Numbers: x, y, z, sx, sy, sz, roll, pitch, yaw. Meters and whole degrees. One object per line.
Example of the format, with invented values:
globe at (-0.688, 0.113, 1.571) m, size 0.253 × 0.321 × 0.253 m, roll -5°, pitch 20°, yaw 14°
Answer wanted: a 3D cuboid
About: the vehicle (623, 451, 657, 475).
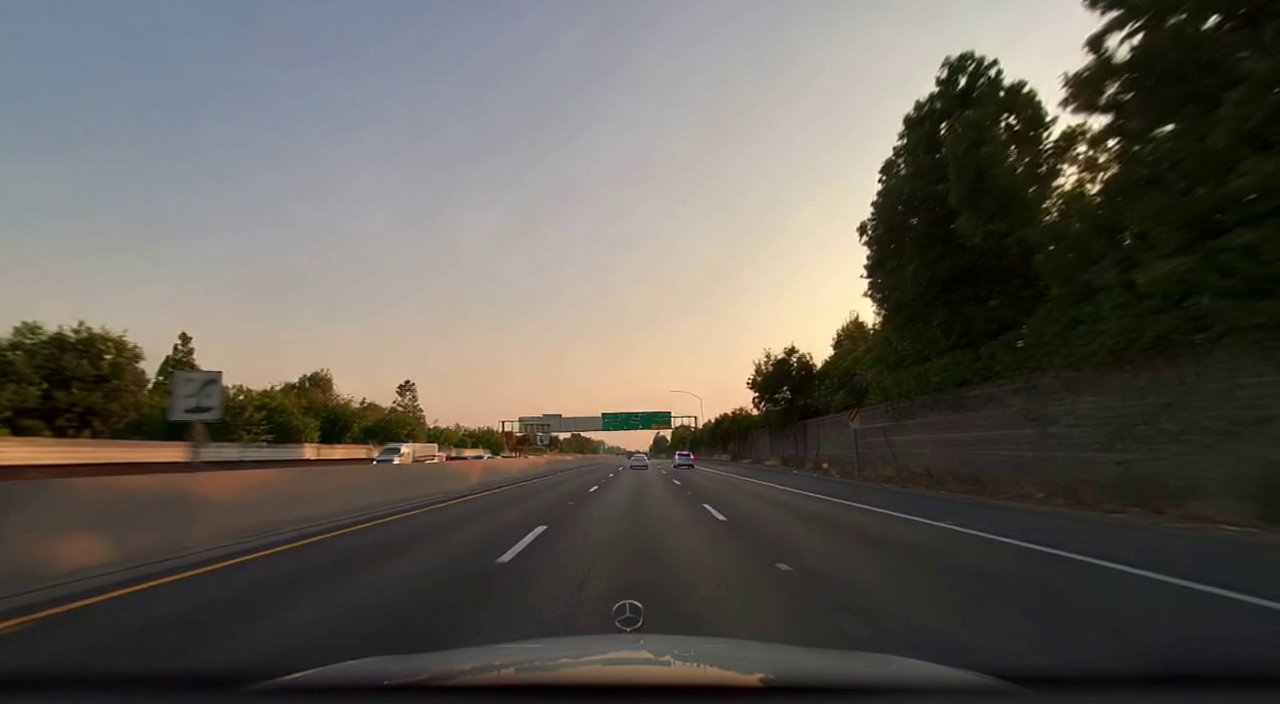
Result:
vehicle at (-0.052, 7.045, 40.175) m, size 2.065 × 1.400 × 4.028 m, roll 0°, pitch -9°, yaw -2°
